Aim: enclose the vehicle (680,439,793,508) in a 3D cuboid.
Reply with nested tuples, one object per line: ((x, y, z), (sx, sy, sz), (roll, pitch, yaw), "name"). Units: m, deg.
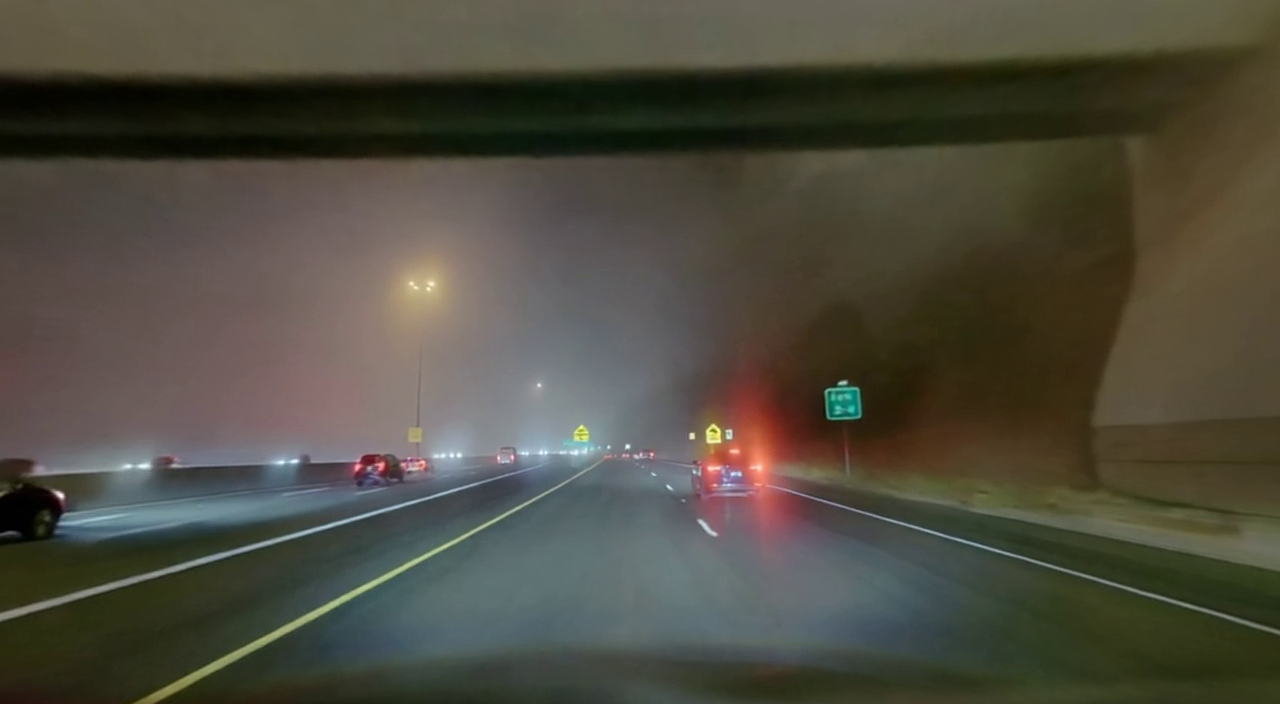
((2.327, 3.078, 16.445), (2.079, 1.535, 4.316), (1, -9, -3), "vehicle")

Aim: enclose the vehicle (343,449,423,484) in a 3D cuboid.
((-12.384, 5.526, 30.733), (2.072, 1.545, 4.687), (1, -9, -3), "vehicle")
